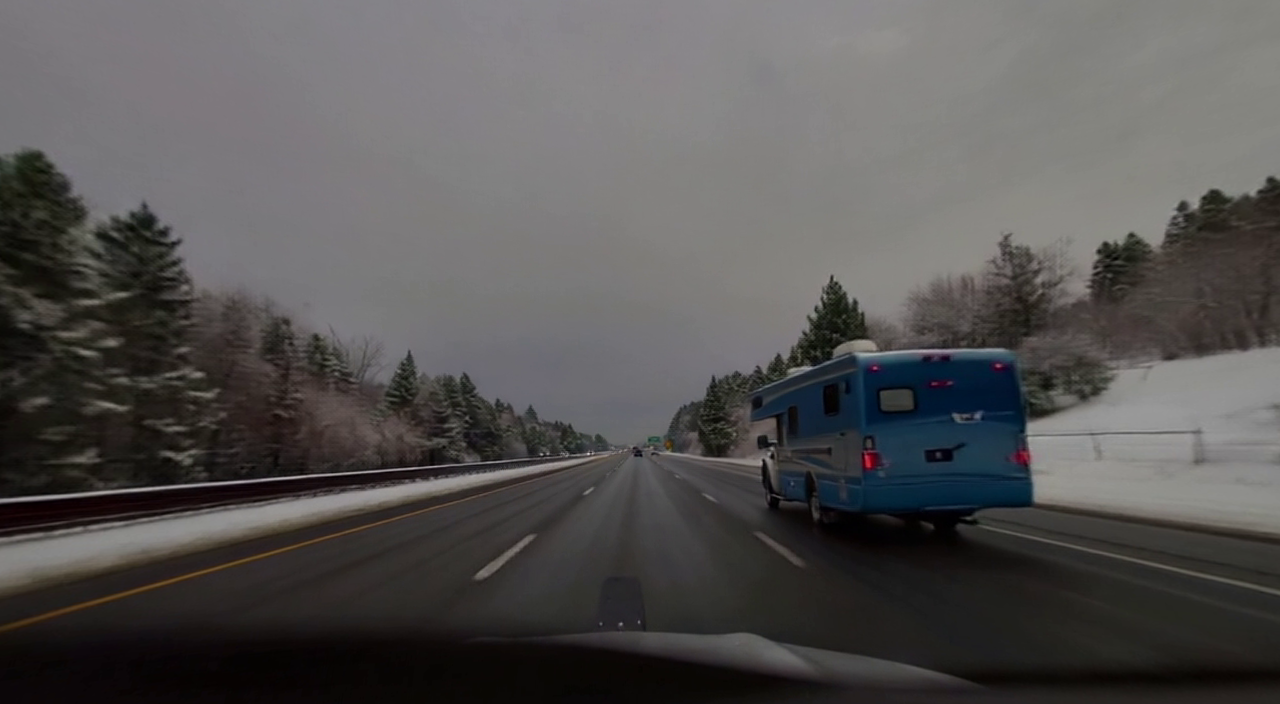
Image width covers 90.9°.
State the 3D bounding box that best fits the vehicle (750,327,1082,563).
[{"bbox_3d":[3.771,1.549,10.582,2.556,2.763,6.287,0,-9,-1],"label":"vehicle"}]
